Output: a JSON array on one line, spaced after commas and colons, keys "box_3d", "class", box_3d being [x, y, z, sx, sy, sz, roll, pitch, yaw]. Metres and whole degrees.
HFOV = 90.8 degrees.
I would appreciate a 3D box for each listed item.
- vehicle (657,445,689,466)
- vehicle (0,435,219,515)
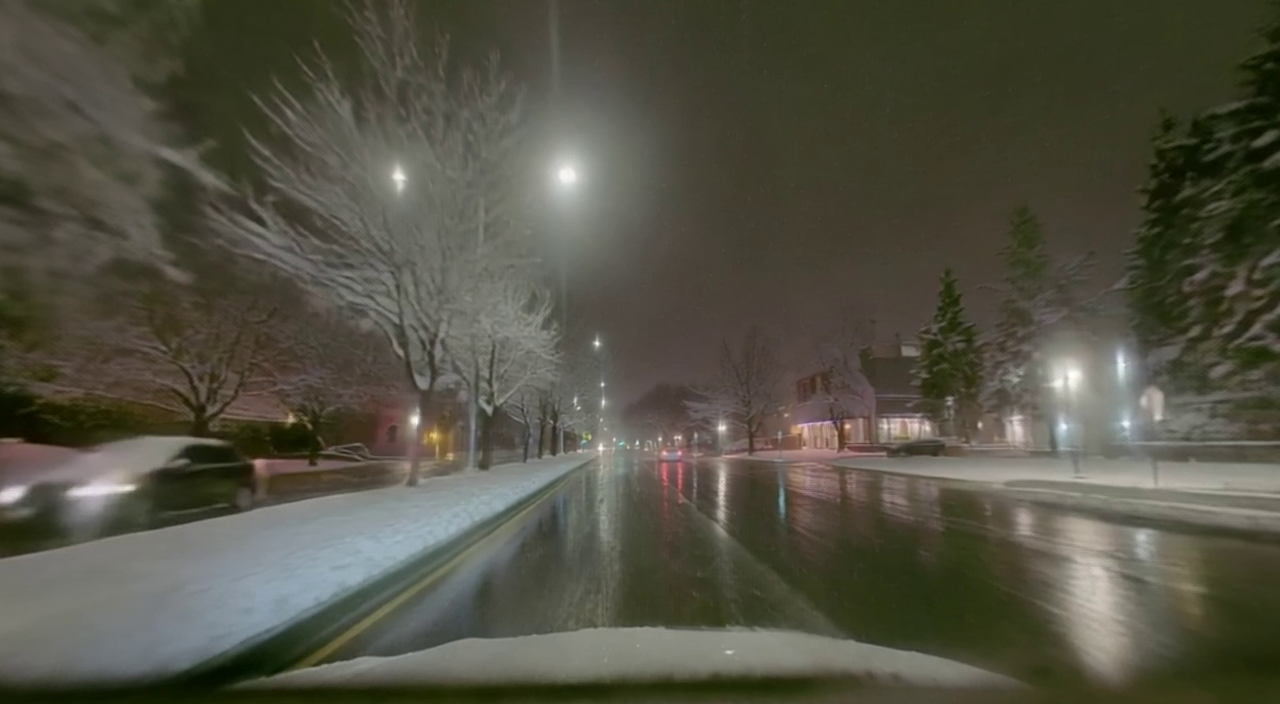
[{"box_3d": [2.504, 7.979, 48.818, 1.913, 1.473, 4.360, 0, -9, -4], "class": "vehicle"}, {"box_3d": [-13.157, 3.003, 15.895, 2.123, 1.692, 4.419, 0, -9, -1], "class": "vehicle"}]
